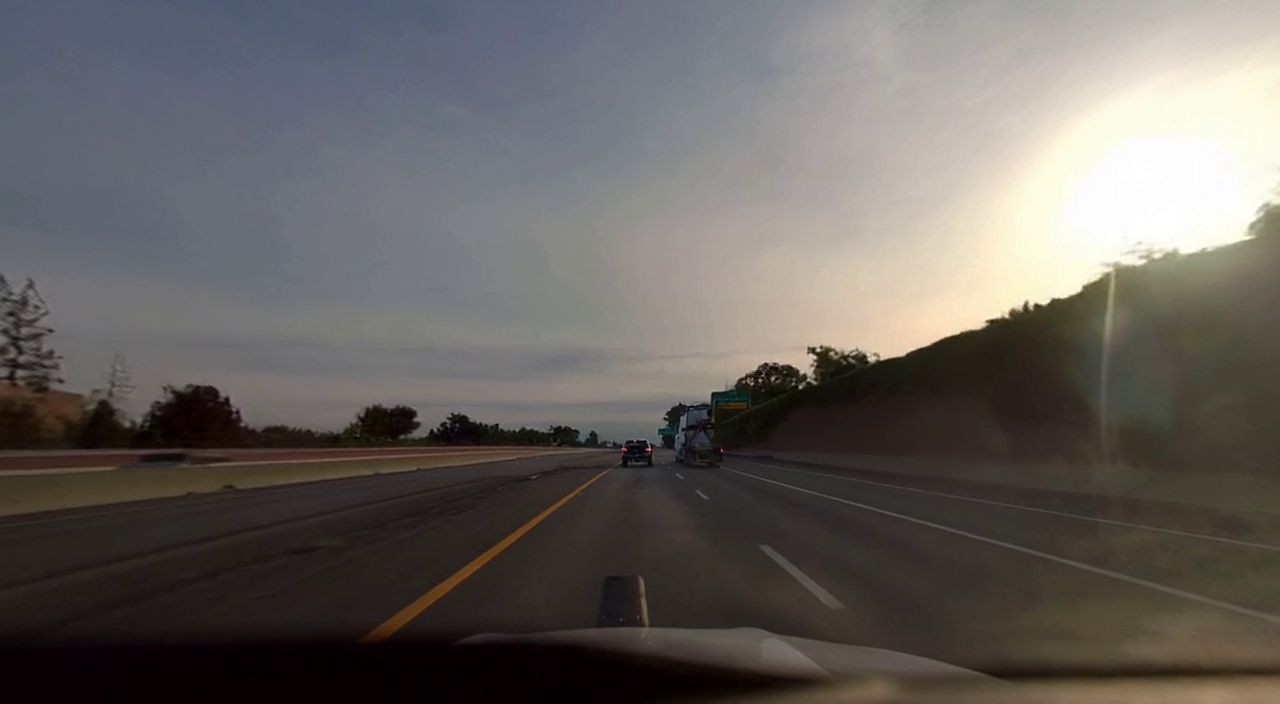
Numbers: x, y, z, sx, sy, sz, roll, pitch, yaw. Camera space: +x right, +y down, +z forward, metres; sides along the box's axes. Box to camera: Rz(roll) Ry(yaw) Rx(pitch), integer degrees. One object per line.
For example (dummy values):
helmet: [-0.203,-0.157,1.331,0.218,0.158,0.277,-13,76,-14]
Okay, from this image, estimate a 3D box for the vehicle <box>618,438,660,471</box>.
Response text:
vehicle: [-0.021,5.535,34.046,2.142,1.664,4.076,0,-9,1]

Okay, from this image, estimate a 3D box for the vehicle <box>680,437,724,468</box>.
vehicle: [3.840,6.305,39.565,2.269,1.839,4.554,0,-9,0]

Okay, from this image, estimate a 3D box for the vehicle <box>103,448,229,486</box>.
vehicle: [-21.054,5.095,28.268,1.937,1.522,4.707,0,-9,1]
